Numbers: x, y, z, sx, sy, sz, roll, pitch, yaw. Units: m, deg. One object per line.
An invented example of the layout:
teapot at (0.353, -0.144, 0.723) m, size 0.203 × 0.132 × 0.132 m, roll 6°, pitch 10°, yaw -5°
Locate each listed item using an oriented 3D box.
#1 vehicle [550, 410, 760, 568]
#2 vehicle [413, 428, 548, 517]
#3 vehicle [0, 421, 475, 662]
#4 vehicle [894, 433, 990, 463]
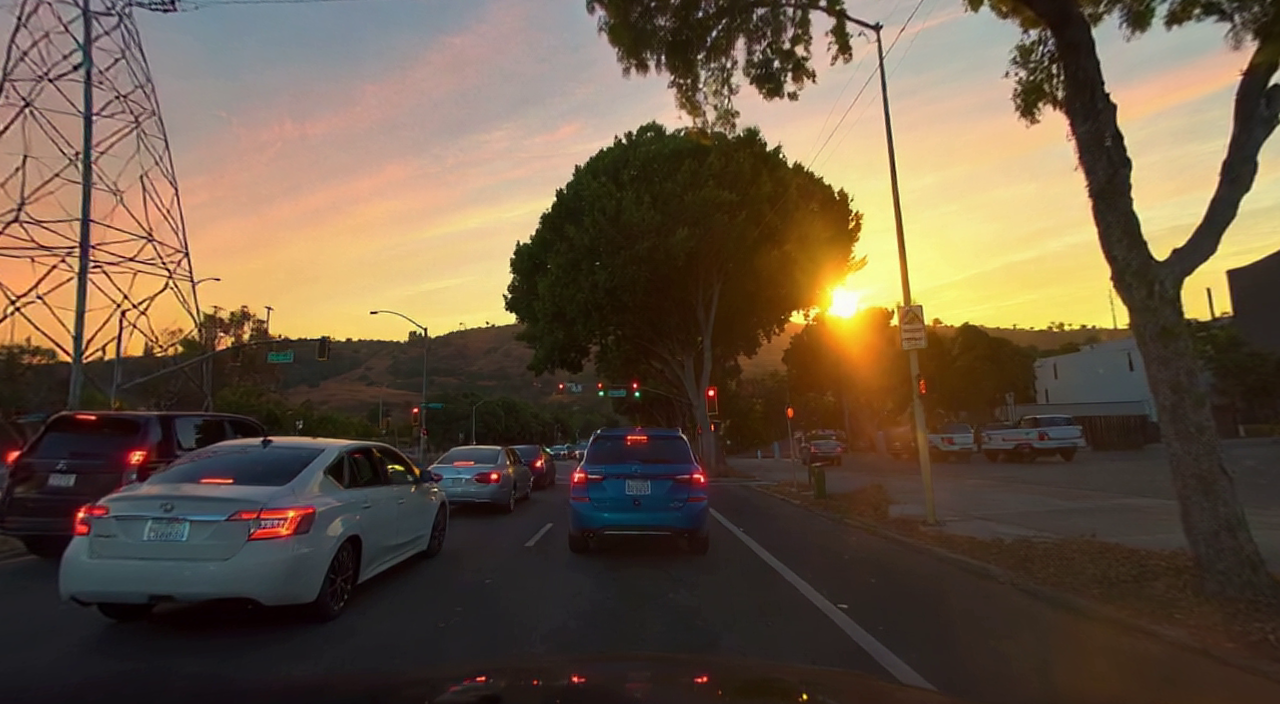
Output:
vehicle at (0.090, 1.770, 8.933) m, size 2.239 × 1.661 × 4.224 m, roll 0°, pitch -8°, yaw -2°
vehicle at (-3.253, 2.524, 13.712) m, size 1.997 × 1.636 × 3.760 m, roll 0°, pitch -8°, yaw -1°
vehicle at (-3.168, 1.503, 6.209) m, size 1.973 × 1.469 × 4.448 m, roll 0°, pitch -8°, yaw -1°
vehicle at (15.103, 4.800, 31.715) m, size 3.858 × 1.437 × 1.899 m, roll 0°, pitch -8°, yaw -4°
